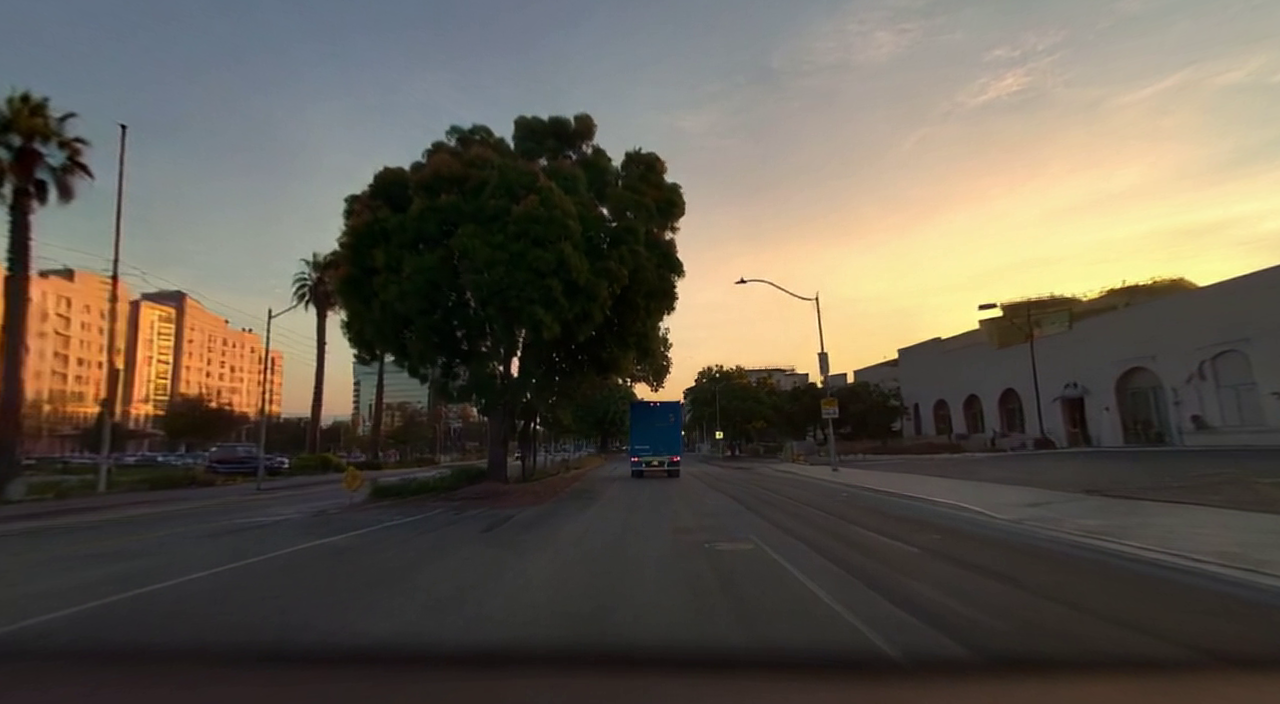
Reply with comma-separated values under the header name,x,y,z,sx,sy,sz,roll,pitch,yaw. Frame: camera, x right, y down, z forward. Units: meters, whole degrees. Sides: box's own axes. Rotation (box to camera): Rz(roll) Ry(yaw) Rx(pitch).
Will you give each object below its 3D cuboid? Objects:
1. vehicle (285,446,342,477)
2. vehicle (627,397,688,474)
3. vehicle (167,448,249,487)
name,x,y,z,sx,sy,sz,roll,pitch,yaw
vehicle,-24.337,8.148,46.977,1.677,2.145,4.698,0,-9,0
vehicle,0.774,5.194,38.227,2.992,3.949,11.815,0,-9,-2
vehicle,-24.895,6.606,36.309,1.715,2.103,3.719,-1,-9,7
